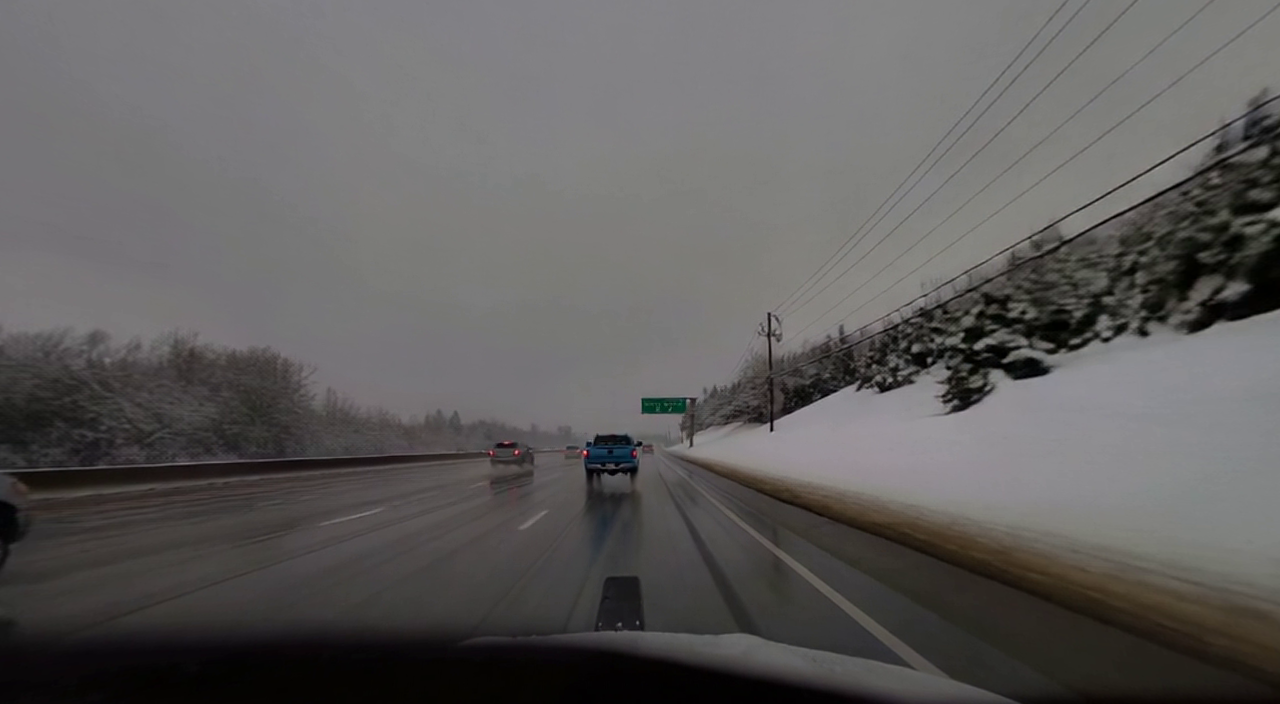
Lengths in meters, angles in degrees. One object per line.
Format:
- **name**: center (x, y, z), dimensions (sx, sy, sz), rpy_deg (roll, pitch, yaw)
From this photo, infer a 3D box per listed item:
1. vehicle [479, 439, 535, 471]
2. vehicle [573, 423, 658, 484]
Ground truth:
- **vehicle**: center (-7.176, 5.607, 34.384), dimensions (2.055, 1.618, 4.457), rpy_deg (0, -9, 1)
- **vehicle**: center (-0.833, 4.022, 25.206), dimensions (2.972, 2.087, 6.126), rpy_deg (0, -9, 0)
